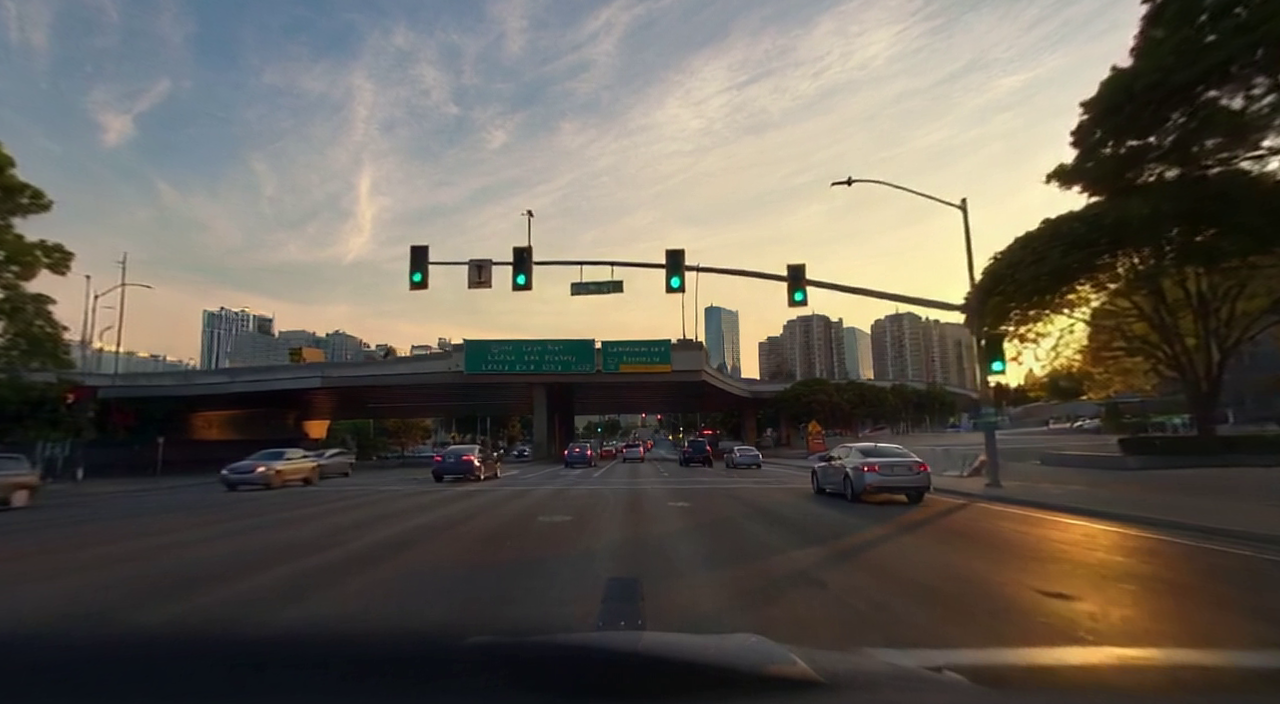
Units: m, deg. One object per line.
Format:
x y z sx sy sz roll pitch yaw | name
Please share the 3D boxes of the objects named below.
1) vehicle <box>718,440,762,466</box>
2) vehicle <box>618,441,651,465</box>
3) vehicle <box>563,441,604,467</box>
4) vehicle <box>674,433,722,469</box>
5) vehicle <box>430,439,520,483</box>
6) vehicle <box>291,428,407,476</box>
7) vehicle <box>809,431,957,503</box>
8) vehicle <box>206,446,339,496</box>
6.188 6.311 39.459 1.924 1.527 4.268 0 -8 -2 | vehicle
-0.372 6.562 40.789 2.026 1.453 3.780 0 -8 0 | vehicle
-3.334 6.152 37.903 2.041 1.466 4.212 0 -8 0 | vehicle
3.005 5.273 33.463 2.034 1.762 4.420 0 -8 -1 | vehicle
-5.962 3.987 23.284 2.070 1.488 4.376 0 -8 1 | vehicle
-19.199 6.725 42.437 3.019 2.822 10.028 0 -8 0 | vehicle
6.210 2.988 16.752 2.056 1.624 4.498 0 -8 -1 | vehicle
-12.245 3.945 21.303 1.802 1.478 4.391 0 -8 1 | vehicle
